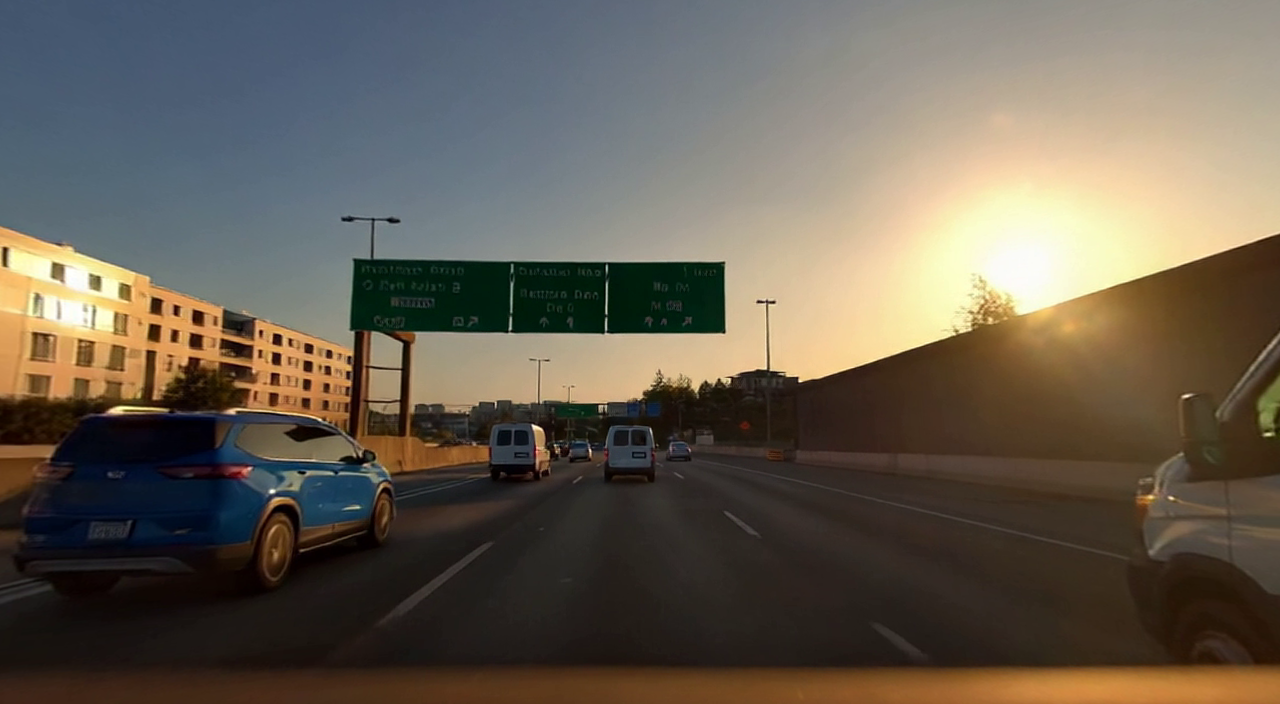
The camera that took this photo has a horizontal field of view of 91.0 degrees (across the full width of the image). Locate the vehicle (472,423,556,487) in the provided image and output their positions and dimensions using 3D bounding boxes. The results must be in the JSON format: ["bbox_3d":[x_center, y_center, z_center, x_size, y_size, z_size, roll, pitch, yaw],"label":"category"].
[{"bbox_3d":[-4.182,3.502,21.673,2.038,1.936,4.300,0,-8,-1],"label":"vehicle"}]

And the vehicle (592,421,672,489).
[{"bbox_3d":[-0.292,3.285,20.354,2.304,1.925,4.282,0,-8,-2],"label":"vehicle"}]

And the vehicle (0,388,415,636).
[{"bbox_3d":[-4.117,1.414,6.593,1.972,1.703,4.333,0,-8,-1],"label":"vehicle"}]

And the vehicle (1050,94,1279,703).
[{"bbox_3d":[3.939,0.018,1.090,2.427,2.652,5.769,0,-8,-1],"label":"vehicle"}]
